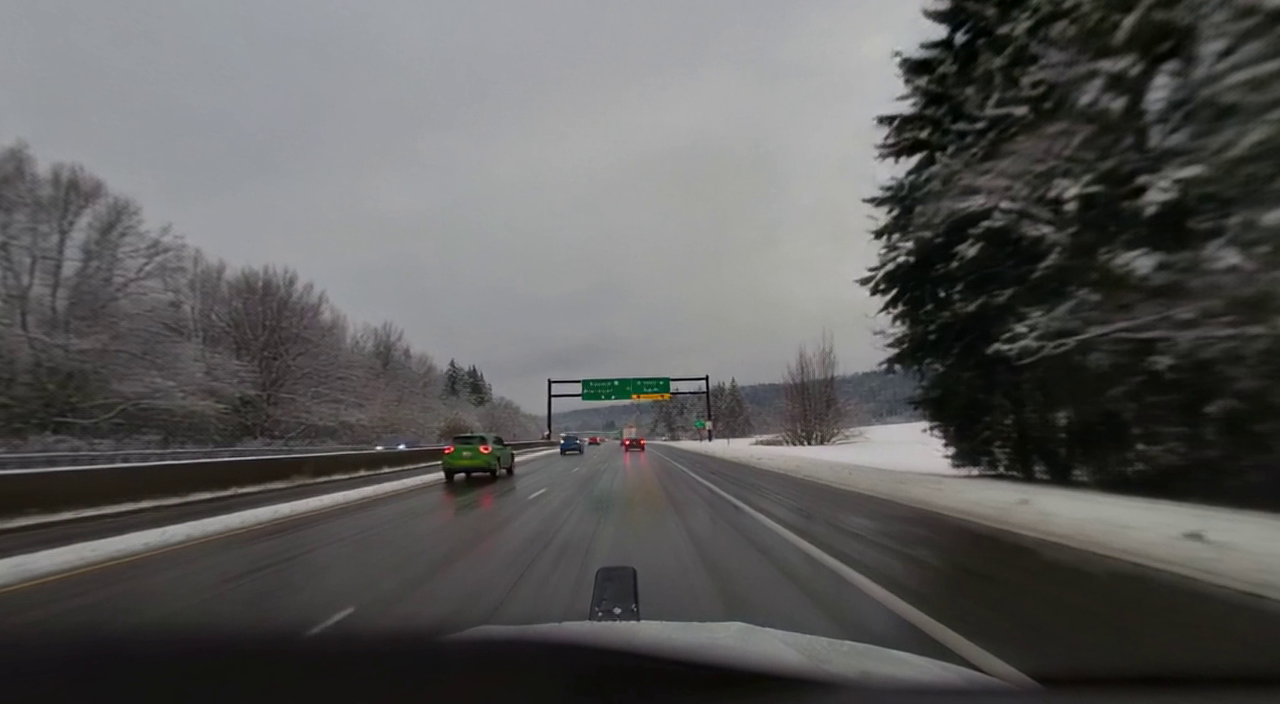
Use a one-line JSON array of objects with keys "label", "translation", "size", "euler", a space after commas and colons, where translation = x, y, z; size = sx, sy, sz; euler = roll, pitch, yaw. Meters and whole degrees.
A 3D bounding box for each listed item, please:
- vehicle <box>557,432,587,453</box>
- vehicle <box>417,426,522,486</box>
[{"label": "vehicle", "translation": [-5.266, 7.073, 49.229], "size": [1.972, 1.537, 4.173], "euler": [0, -8, -2]}, {"label": "vehicle", "translation": [-4.684, 2.902, 17.892], "size": [1.959, 1.514, 3.668], "euler": [0, -8, 0]}]
